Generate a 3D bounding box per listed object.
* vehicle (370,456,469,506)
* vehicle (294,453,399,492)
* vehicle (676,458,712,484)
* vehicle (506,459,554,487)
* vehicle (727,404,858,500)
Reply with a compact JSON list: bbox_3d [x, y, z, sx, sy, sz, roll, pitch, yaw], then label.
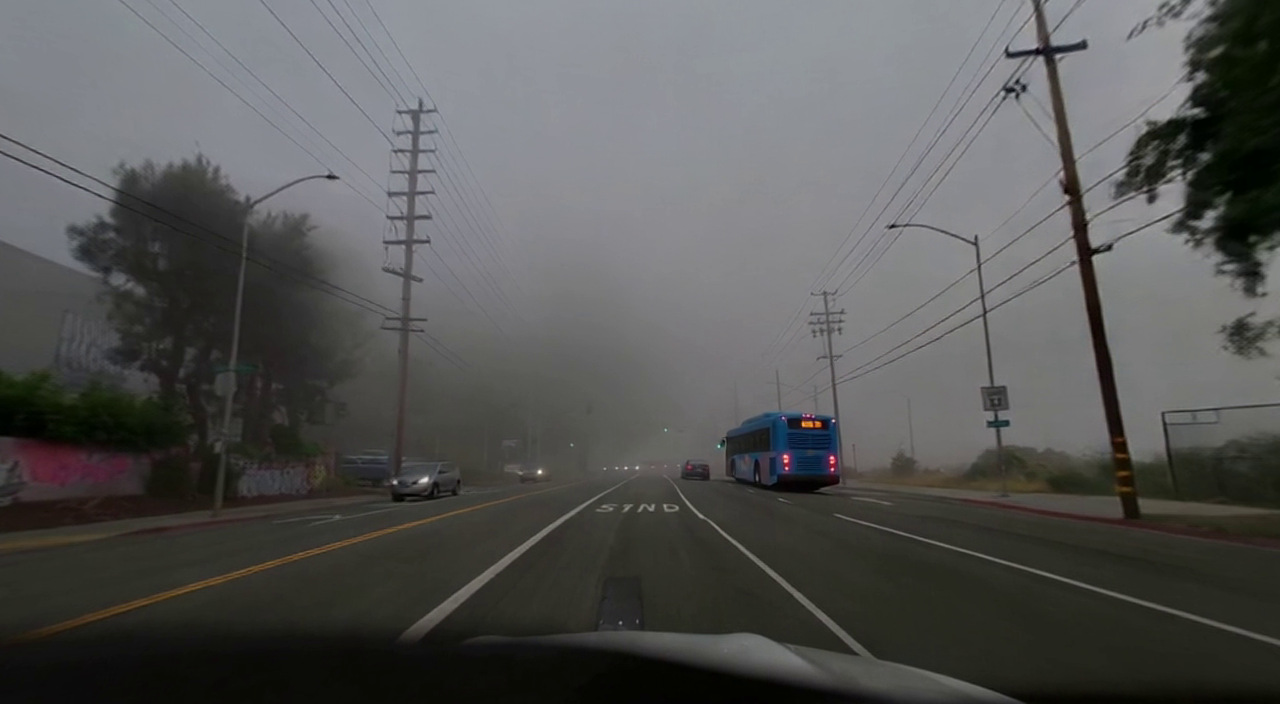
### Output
[{"bbox_3d":[-8.476,4.988,24.807,2.011,1.672,4.637,-1,-9,3],"label":"vehicle"},{"bbox_3d":[-15.632,6.417,33.969,4.719,1.903,2.051,2,-9,-13],"label":"vehicle"},{"bbox_3d":[3.473,7.755,41.380,1.961,1.470,4.196,0,-9,0],"label":"vehicle"},{"bbox_3d":[-7.393,8.172,42.818,2.017,1.659,4.405,-1,-9,7],"label":"vehicle"},{"bbox_3d":[6.409,4.573,29.312,3.045,3.447,12.604,0,-9,1],"label":"vehicle"}]
